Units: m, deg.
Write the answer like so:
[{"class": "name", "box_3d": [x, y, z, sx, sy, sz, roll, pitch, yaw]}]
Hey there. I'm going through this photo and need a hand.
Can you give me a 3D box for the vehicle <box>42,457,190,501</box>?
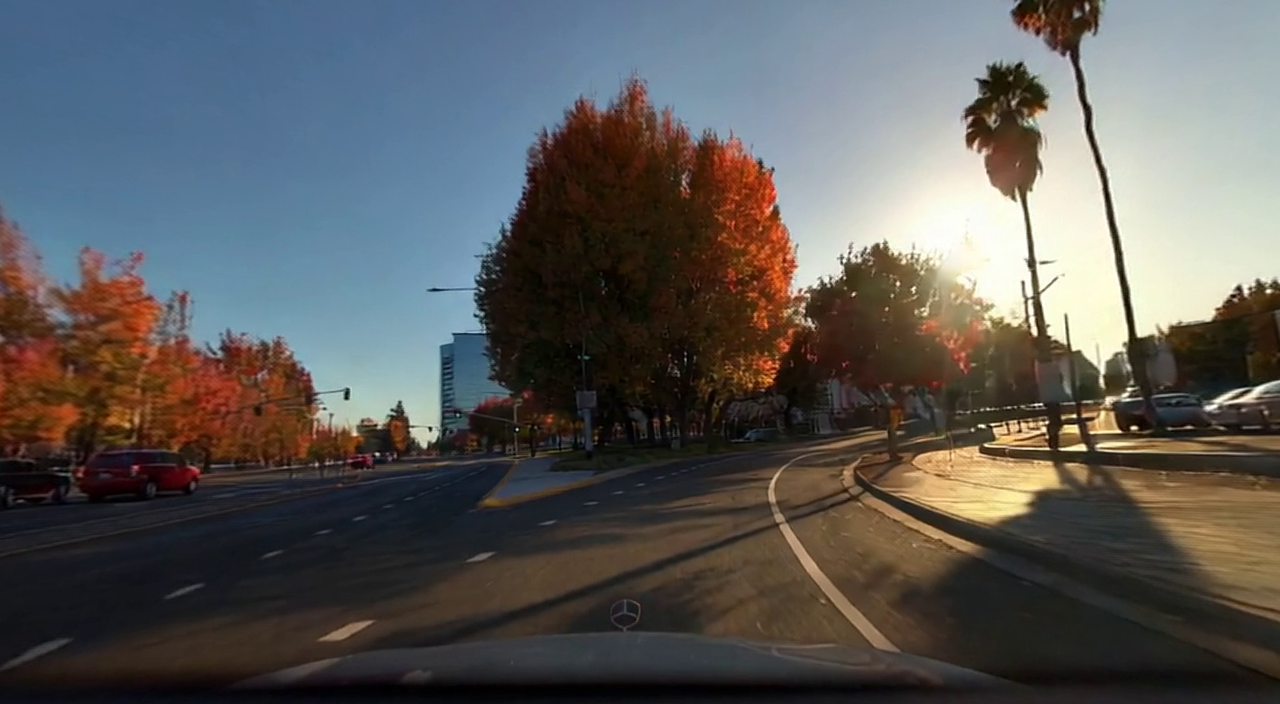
[{"class": "vehicle", "box_3d": [-31.261, 7.562, 38.149, 2.819, 2.204, 8.236, 2, -9, -8]}]
